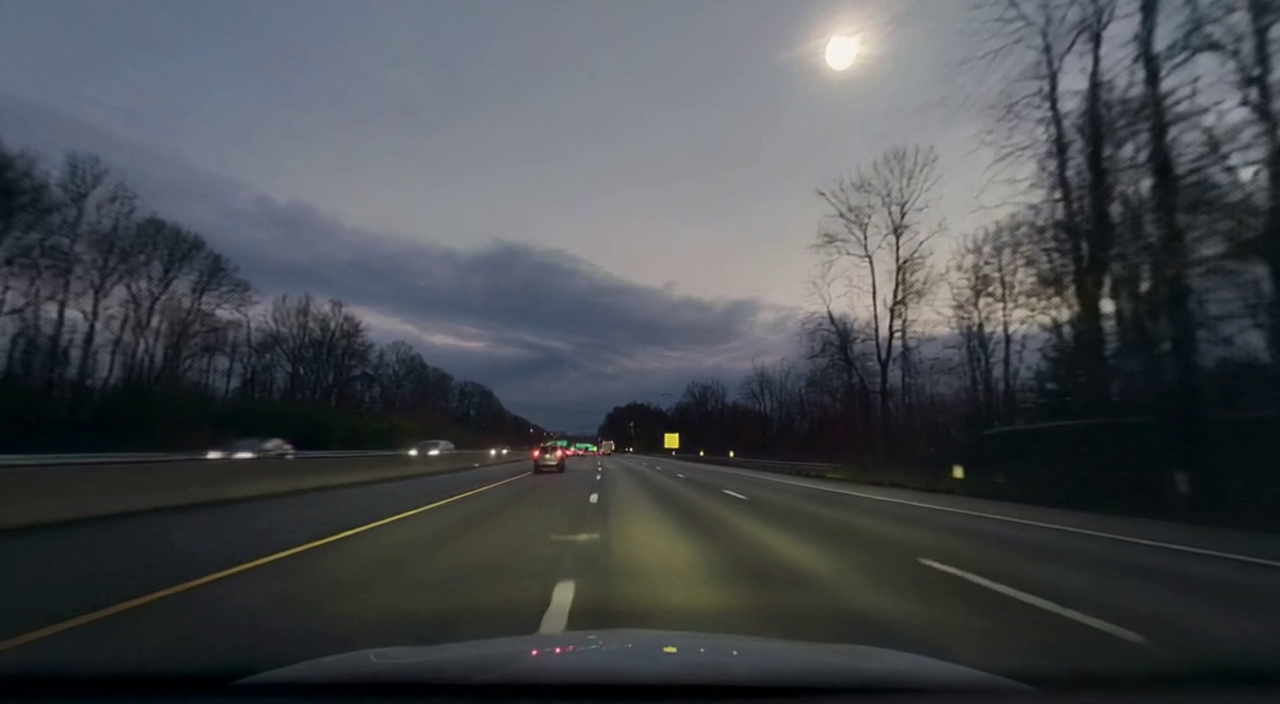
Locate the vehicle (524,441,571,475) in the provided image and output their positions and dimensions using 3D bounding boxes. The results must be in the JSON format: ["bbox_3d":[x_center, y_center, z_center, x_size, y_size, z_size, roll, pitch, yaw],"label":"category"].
[{"bbox_3d":[-4.890,5.676,33.809,2.151,1.693,4.201,0,-9,-3],"label":"vehicle"}]

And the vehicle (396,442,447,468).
[{"bbox_3d":[-13.835,6.533,39.930,1.897,1.523,4.603,0,-9,-4],"label":"vehicle"}]

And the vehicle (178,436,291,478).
[{"bbox_3d":[-17.152,4.472,26.857,1.899,1.607,4.653,0,-9,-3],"label":"vehicle"}]
